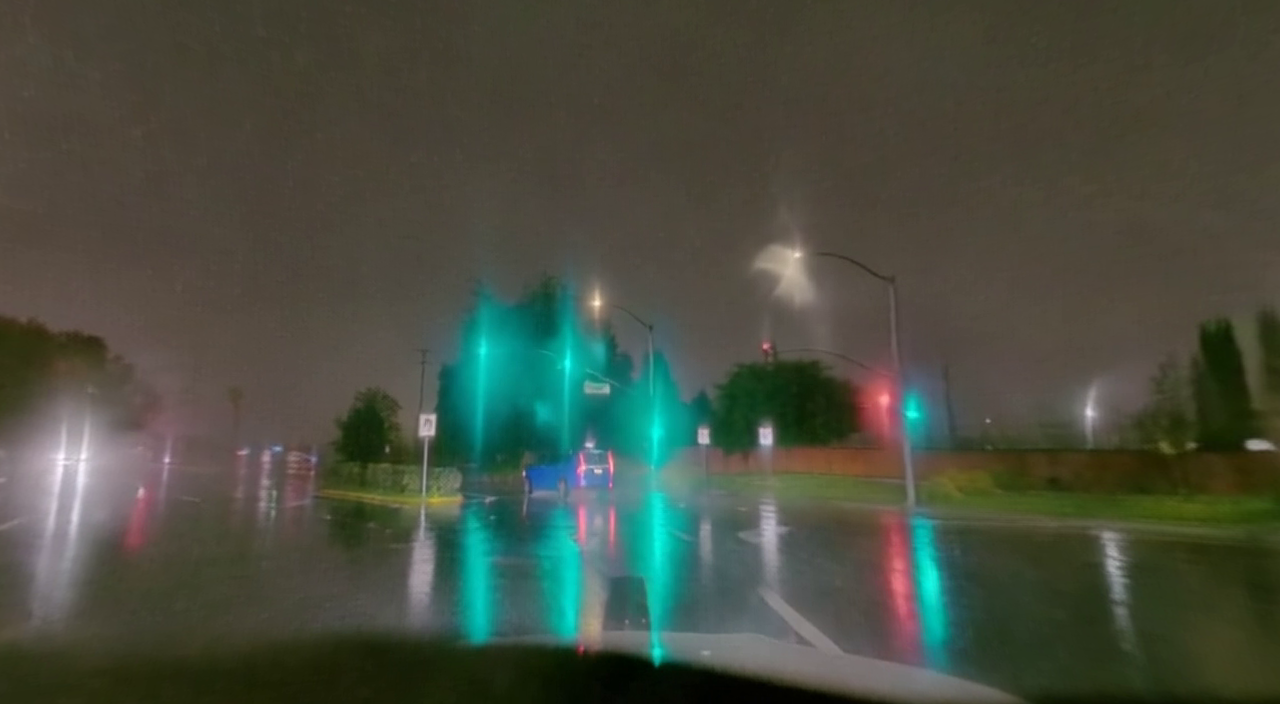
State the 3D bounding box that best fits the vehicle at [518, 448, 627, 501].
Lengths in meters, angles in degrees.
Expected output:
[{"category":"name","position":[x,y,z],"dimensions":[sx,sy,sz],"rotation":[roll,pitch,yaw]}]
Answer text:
[{"category":"vehicle","position":[-2.747,4.685,24.659],"dimensions":[2.284,1.788,4.871],"rotation":[5,-10,-32]}]
